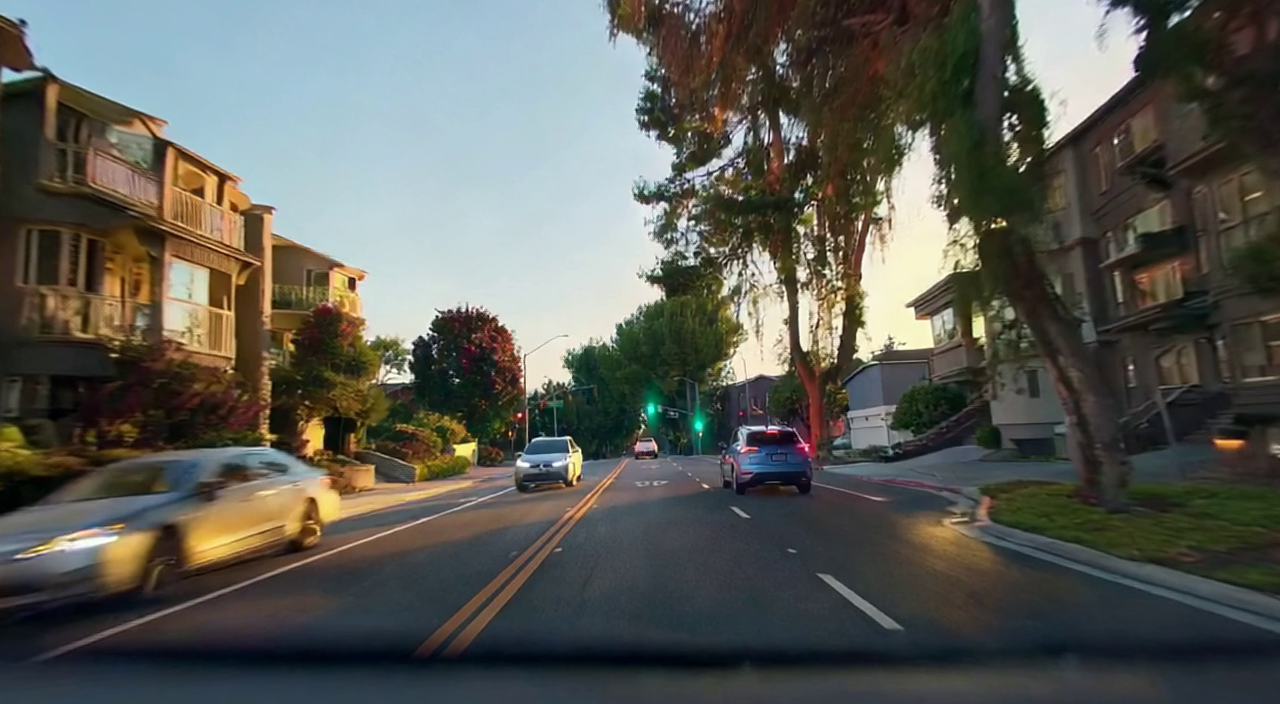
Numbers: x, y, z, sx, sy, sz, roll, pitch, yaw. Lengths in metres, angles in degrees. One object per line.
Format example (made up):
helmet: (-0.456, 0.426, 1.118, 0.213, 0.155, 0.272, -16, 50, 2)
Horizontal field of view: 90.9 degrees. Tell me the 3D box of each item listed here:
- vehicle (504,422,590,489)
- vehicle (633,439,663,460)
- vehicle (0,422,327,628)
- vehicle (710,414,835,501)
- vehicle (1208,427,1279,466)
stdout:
vehicle: (-2.932, 3.428, 21.139, 2.110, 1.936, 5.020, 0, -8, 0)
vehicle: (0.561, 7.090, 45.848, 2.097, 1.463, 4.043, 0, -8, 0)
vehicle: (-6.069, 1.868, 7.846, 2.143, 1.819, 4.292, 0, -8, -1)
vehicle: (3.161, 2.666, 16.255, 2.130, 1.863, 4.844, 0, -8, 0)
vehicle: (27.671, 4.045, 27.256, 4.251, 1.597, 2.132, -8, -10, 35)
